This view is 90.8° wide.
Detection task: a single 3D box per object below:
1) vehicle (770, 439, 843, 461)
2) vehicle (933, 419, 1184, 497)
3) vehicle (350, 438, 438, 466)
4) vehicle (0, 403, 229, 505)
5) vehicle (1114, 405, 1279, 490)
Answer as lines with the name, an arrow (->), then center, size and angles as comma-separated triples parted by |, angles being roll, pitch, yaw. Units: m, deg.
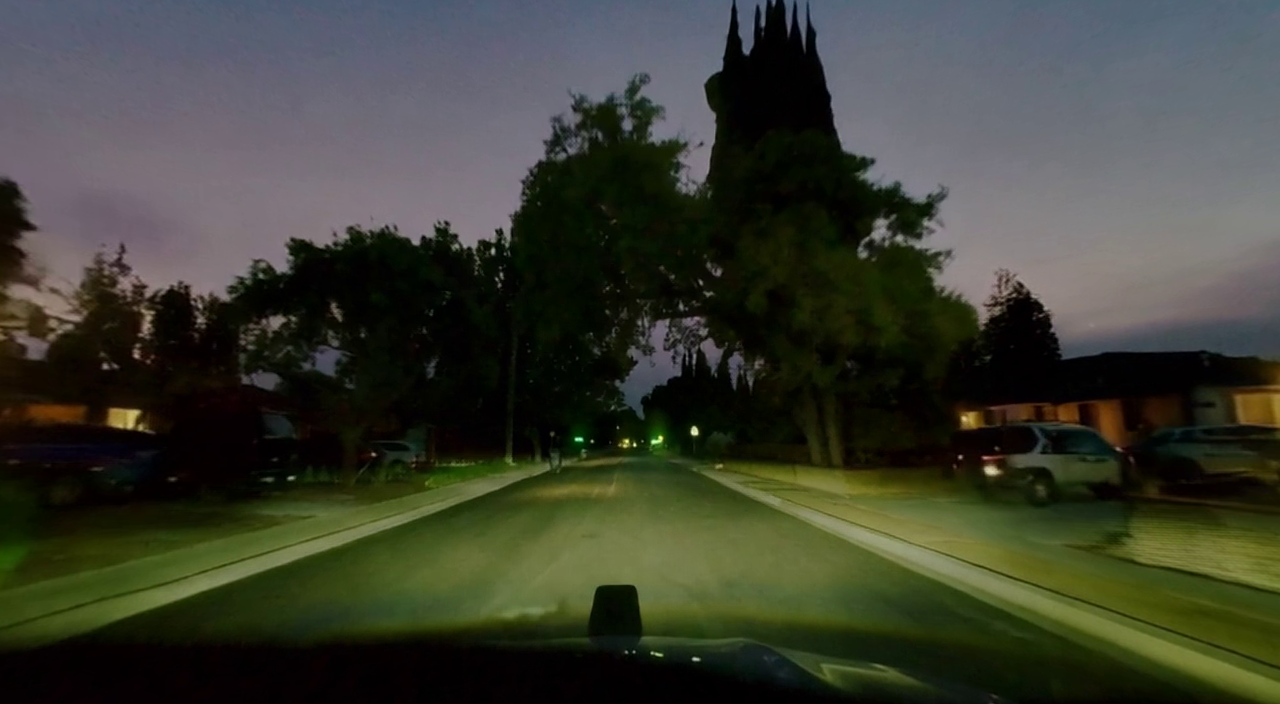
vehicle -> 11.917, 7.032, 45.366 | 4.686, 1.466, 1.869 | 0, -8, -1
vehicle -> 9.814, 2.507, 15.142 | 4.582, 1.719, 1.947 | 0, -8, 0
vehicle -> -13.768, 5.623, 35.546 | 4.190, 1.529, 1.880 | 0, -8, -4
vehicle -> -12.448, 2.169, 13.558 | 5.618, 1.997, 2.201 | 0, -8, -1
vehicle -> 15.294, 2.384, 15.615 | 5.395, 1.917, 2.153 | 1, -9, -1
